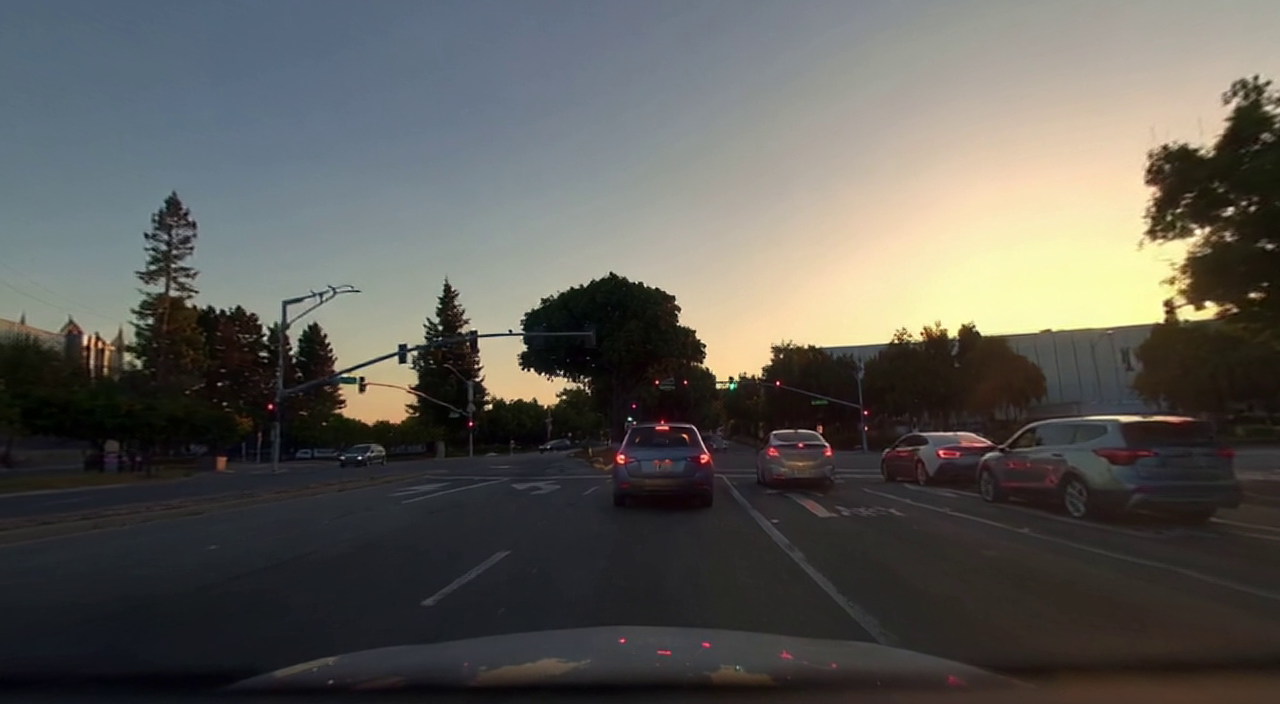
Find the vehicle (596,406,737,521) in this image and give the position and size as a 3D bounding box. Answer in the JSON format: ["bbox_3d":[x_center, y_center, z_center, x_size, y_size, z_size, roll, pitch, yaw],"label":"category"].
[{"bbox_3d":[0.453,2.073,12.128,2.211,1.795,4.179,0,-9,1],"label":"vehicle"}]

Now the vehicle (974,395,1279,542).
[{"bbox_3d":[7.488,1.758,9.985,2.074,1.791,4.393,0,-9,2],"label":"vehicle"}]

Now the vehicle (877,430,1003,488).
[{"bbox_3d":[8.565,3.104,18.531,1.862,1.471,4.297,-1,-9,5],"label":"vehicle"}]

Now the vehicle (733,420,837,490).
[{"bbox_3d":[4.041,2.981,18.500,2.188,1.774,4.646,-1,-9,3],"label":"vehicle"}]
